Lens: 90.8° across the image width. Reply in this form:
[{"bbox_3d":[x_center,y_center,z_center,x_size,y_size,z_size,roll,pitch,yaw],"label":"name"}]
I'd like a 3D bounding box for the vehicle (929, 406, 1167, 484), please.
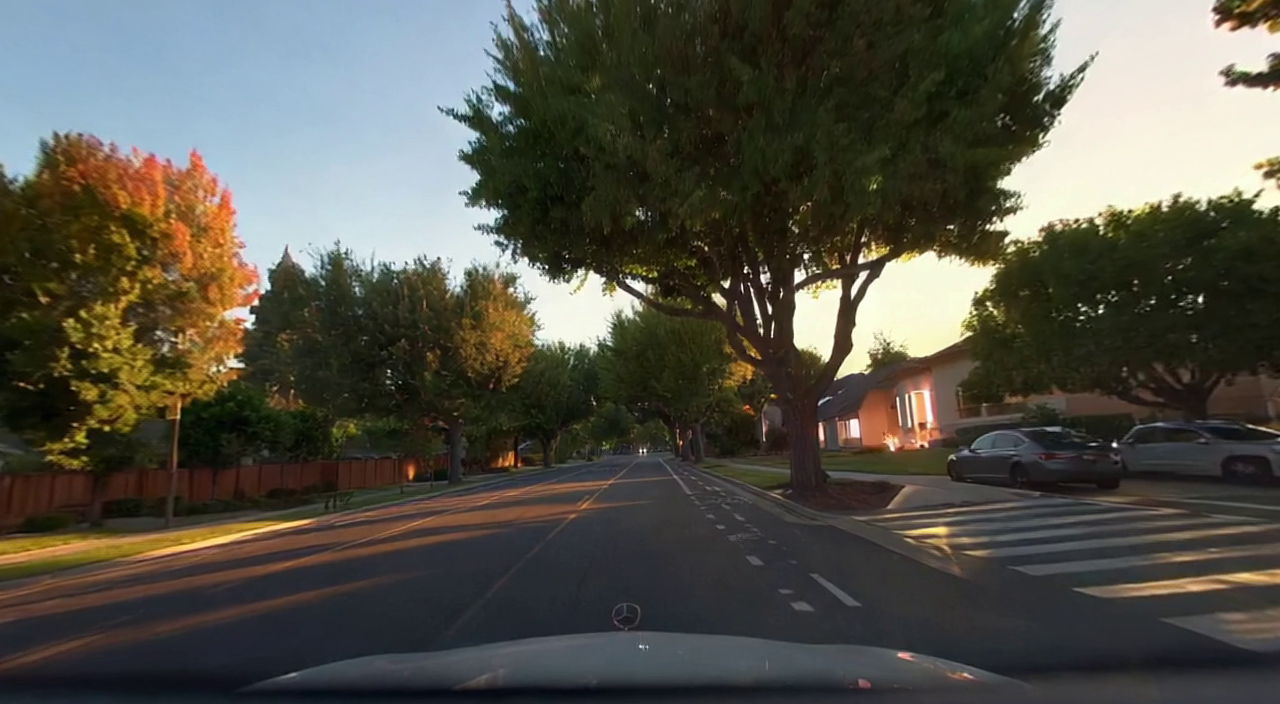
[{"bbox_3d":[10.928,2.578,17.595,2.187,1.786,5.323,2,-9,-17],"label":"vehicle"}]
